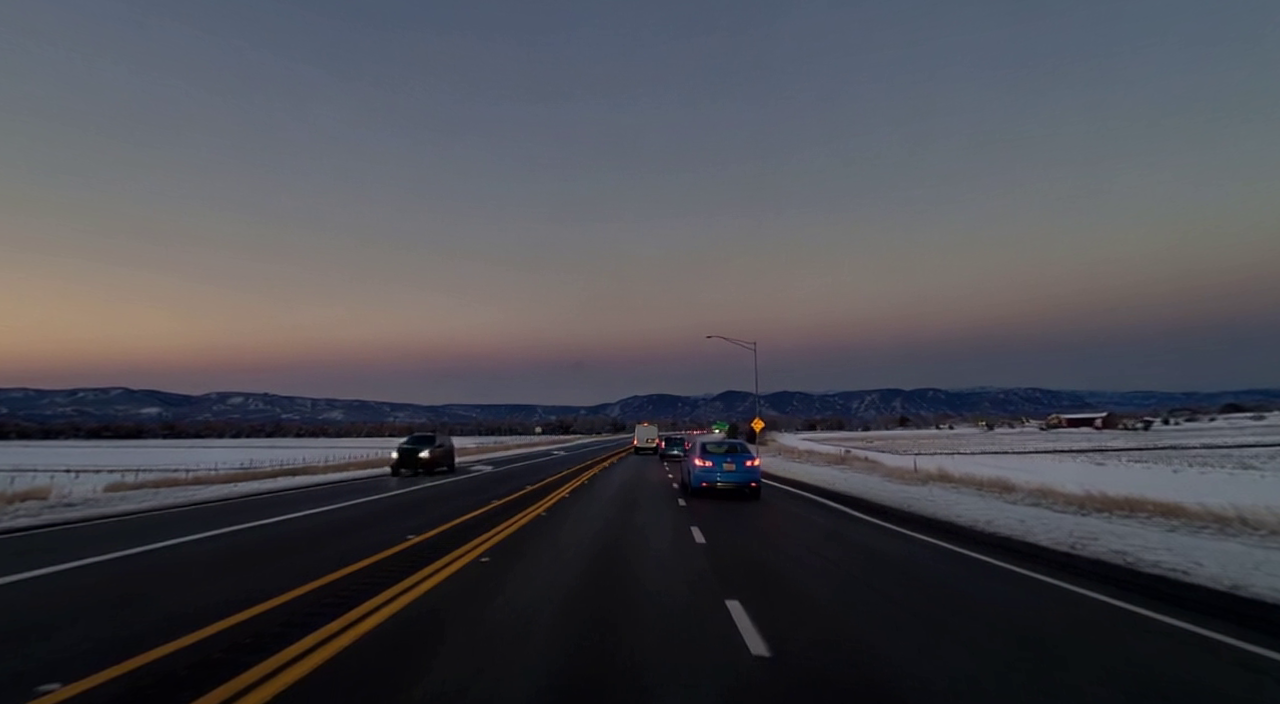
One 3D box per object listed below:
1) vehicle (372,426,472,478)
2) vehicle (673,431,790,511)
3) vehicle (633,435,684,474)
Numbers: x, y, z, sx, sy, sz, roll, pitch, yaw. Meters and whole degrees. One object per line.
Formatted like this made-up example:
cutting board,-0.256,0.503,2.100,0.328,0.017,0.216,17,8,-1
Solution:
vehicle,-8.027,3.739,23.744,2.070,1.744,4.472,0,-8,1
vehicle,1.885,2.617,14.322,2.007,1.534,3.976,0,-8,-1
vehicle,0.744,4.467,27.731,2.026,1.531,4.273,0,-8,-1
